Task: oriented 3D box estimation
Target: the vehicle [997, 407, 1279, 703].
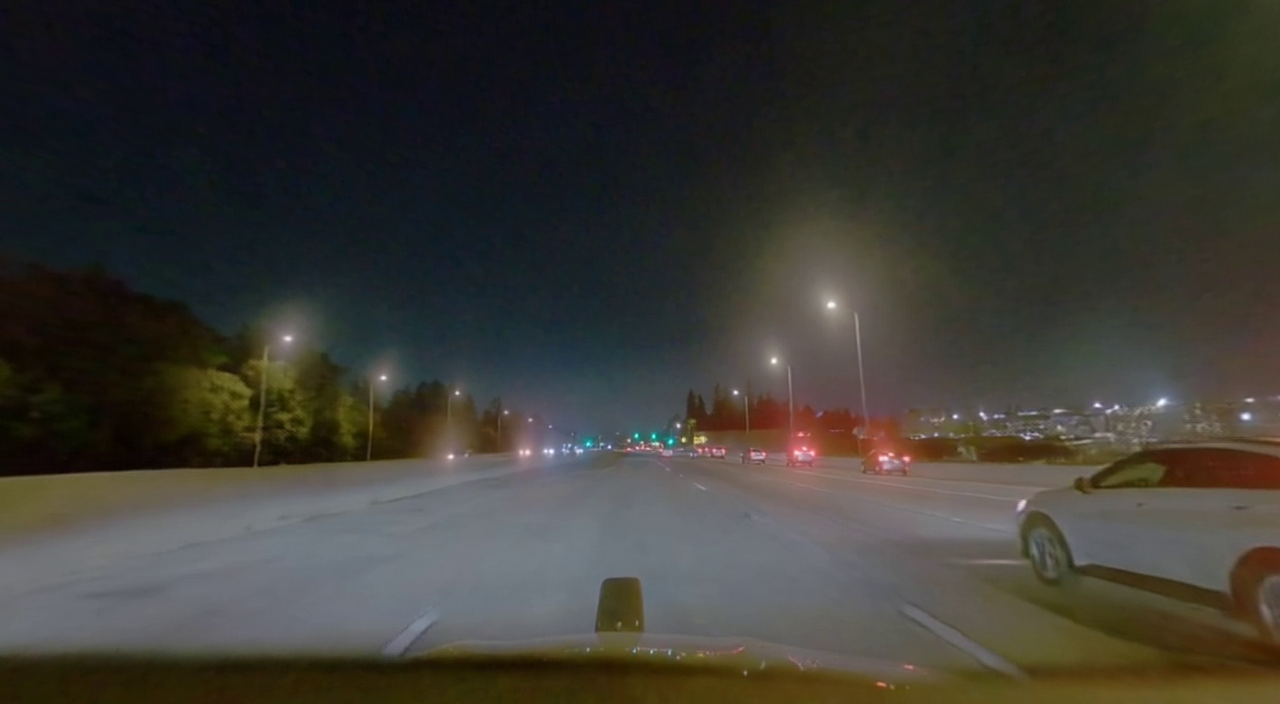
[{"bbox_3d":[3.859,0.951,2.525,2.018,1.477,4.800,0,-9,-1],"label":"vehicle"}]
